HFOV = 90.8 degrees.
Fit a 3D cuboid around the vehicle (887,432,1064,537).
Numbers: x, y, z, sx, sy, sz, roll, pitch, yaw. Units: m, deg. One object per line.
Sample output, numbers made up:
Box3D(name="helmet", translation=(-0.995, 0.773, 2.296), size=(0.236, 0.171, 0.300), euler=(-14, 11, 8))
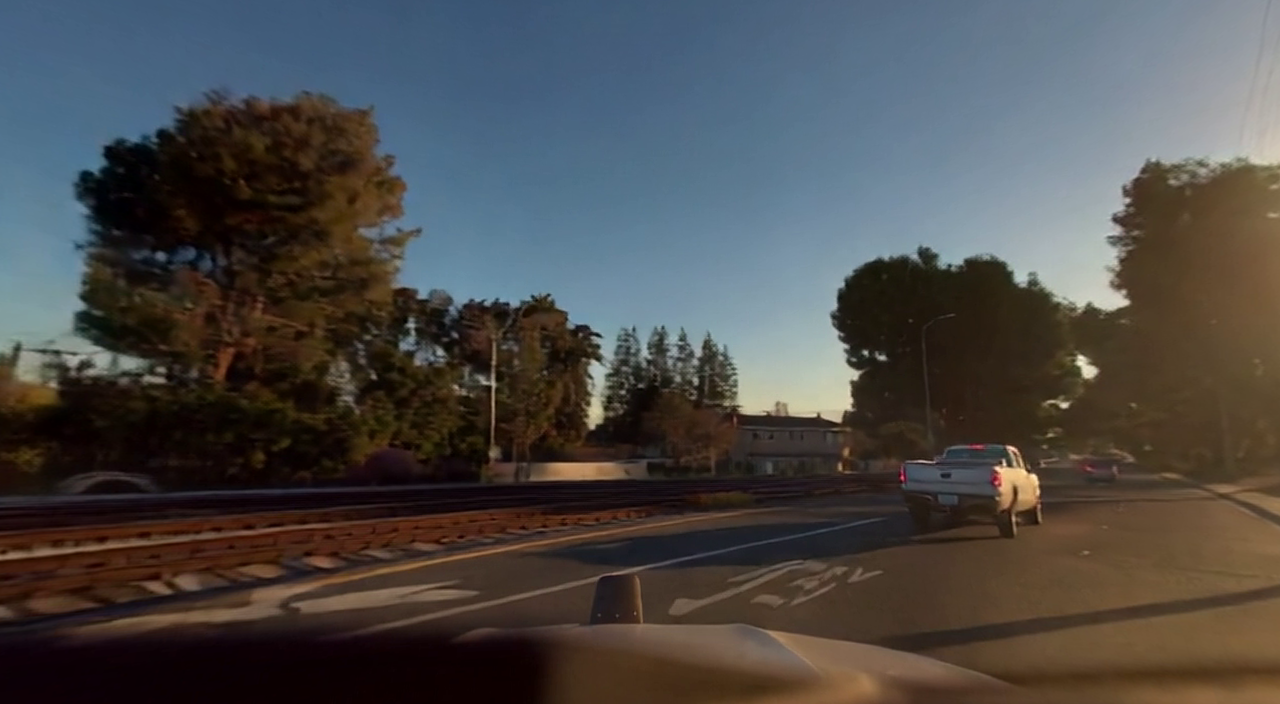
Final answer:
Box3D(name="vehicle", translation=(7.866, 2.890, 14.521), size=(2.404, 1.926, 5.251), euler=(-8, -12, 39))
